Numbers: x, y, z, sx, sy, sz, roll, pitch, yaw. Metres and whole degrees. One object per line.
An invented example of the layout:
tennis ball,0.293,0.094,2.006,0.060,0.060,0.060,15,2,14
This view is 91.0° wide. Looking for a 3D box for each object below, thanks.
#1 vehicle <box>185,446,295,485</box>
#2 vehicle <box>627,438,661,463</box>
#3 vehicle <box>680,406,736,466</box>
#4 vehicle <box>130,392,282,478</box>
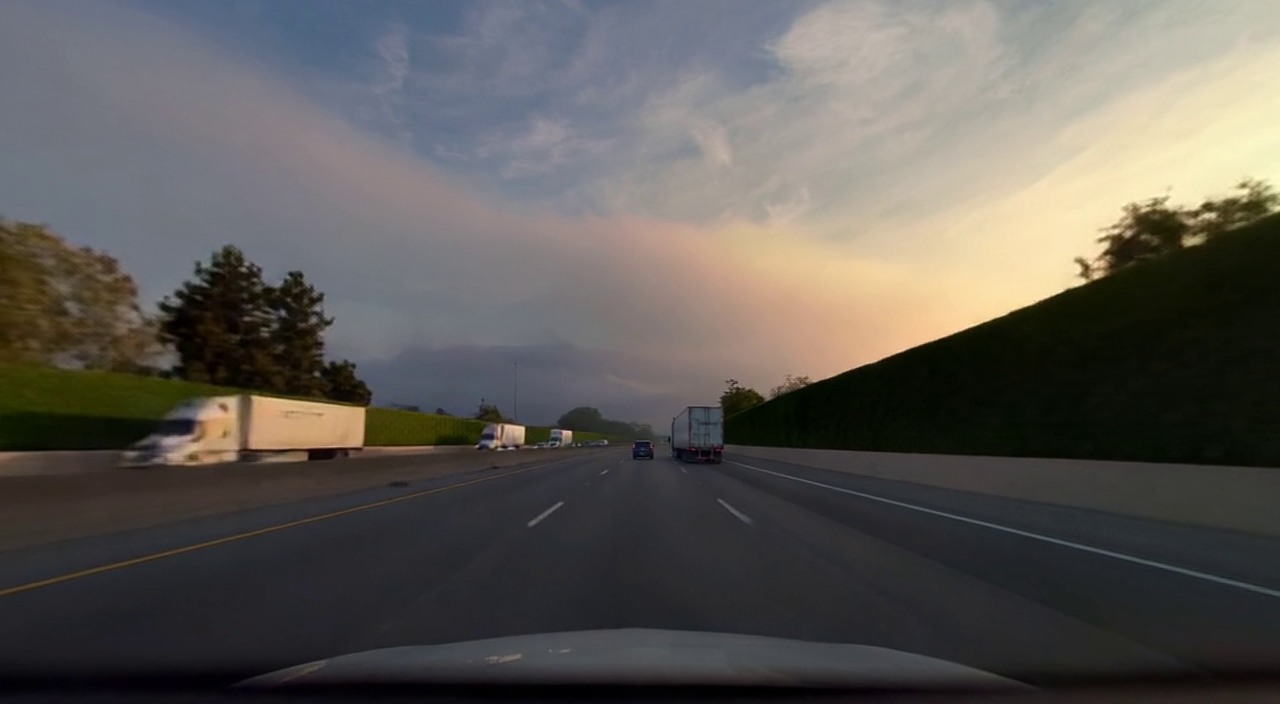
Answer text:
vehicle,-16.742,4.730,26.627,1.854,1.460,4.211,0,-8,1
vehicle,0.322,7.280,46.844,2.389,1.760,4.473,0,-8,1
vehicle,4.106,5.354,39.731,2.742,3.383,8.285,0,-8,1
vehicle,-21.171,4.138,31.256,2.976,3.849,6.089,0,-8,0
